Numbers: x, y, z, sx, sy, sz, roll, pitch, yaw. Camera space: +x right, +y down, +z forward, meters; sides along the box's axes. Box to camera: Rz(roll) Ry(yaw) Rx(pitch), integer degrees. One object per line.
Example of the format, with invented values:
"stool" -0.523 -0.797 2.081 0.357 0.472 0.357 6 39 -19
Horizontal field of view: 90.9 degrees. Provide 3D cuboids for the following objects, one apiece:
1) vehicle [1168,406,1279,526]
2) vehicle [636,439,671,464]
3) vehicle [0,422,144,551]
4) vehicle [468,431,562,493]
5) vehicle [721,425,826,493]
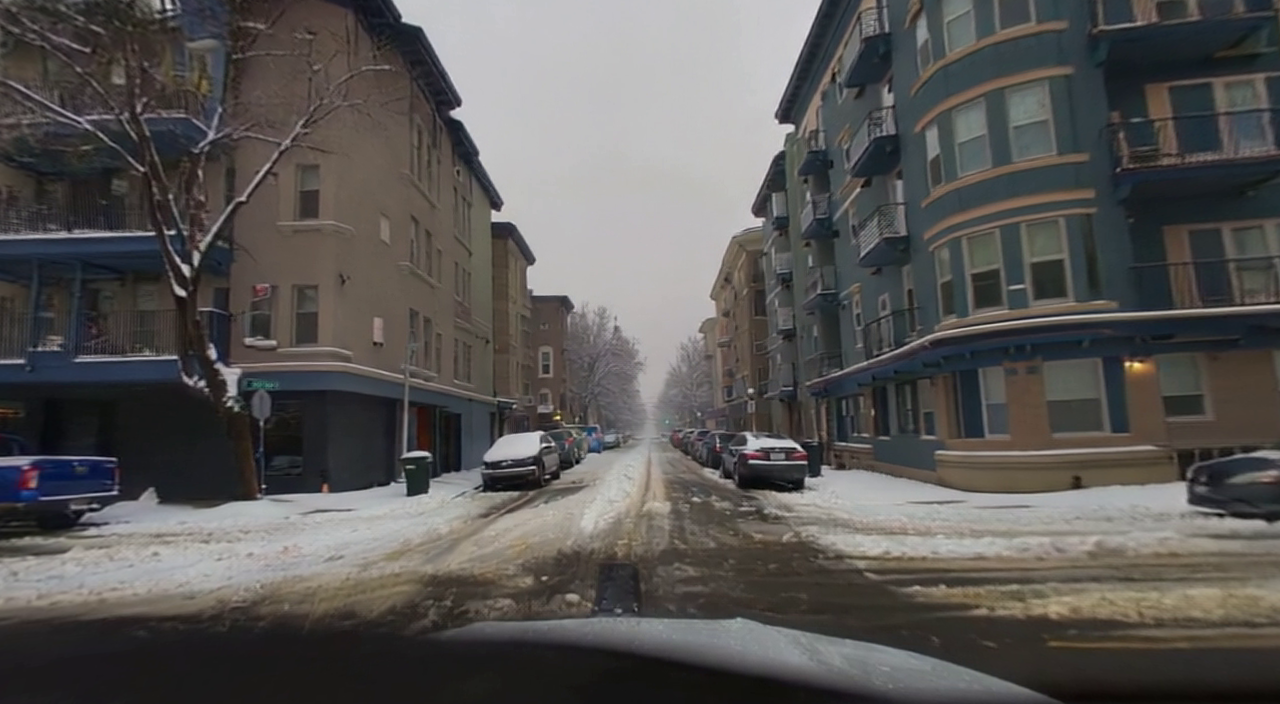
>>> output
"vehicle" 10.474 1.522 8.574 4.711 1.506 1.983 0 -8 1
"vehicle" 0.996 7.071 44.819 2.341 1.675 4.360 0 -8 2
"vehicle" -10.424 1.874 9.175 4.679 1.631 2.025 0 -8 1
"vehicle" -3.215 2.888 16.911 1.882 1.459 3.518 0 -8 -1
"vehicle" 3.315 2.722 16.457 1.868 1.544 3.869 0 -8 0
